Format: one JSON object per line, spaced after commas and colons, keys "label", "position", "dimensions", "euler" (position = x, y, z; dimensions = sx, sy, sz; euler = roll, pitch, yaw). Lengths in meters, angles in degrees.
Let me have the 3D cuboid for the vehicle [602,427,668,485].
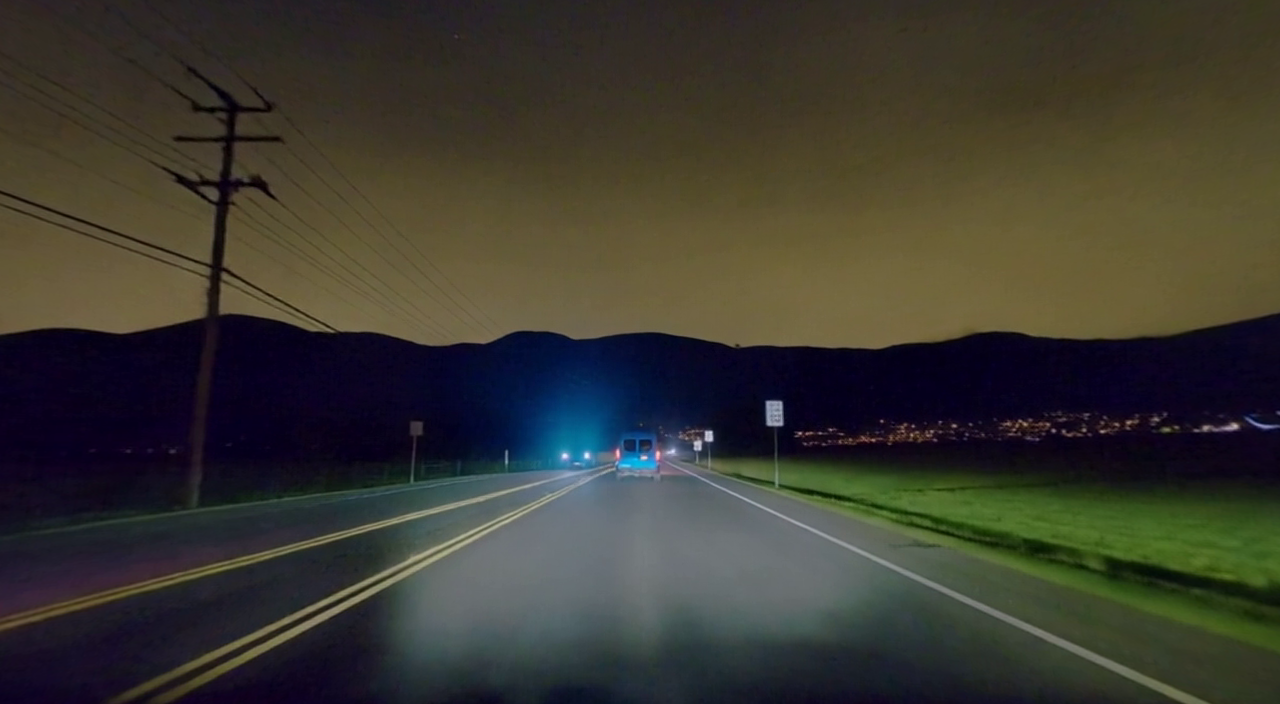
{"label": "vehicle", "position": [-0.123, 4.259, 26.034], "dimensions": [2.454, 2.144, 4.535], "euler": [0, -8, 2]}
